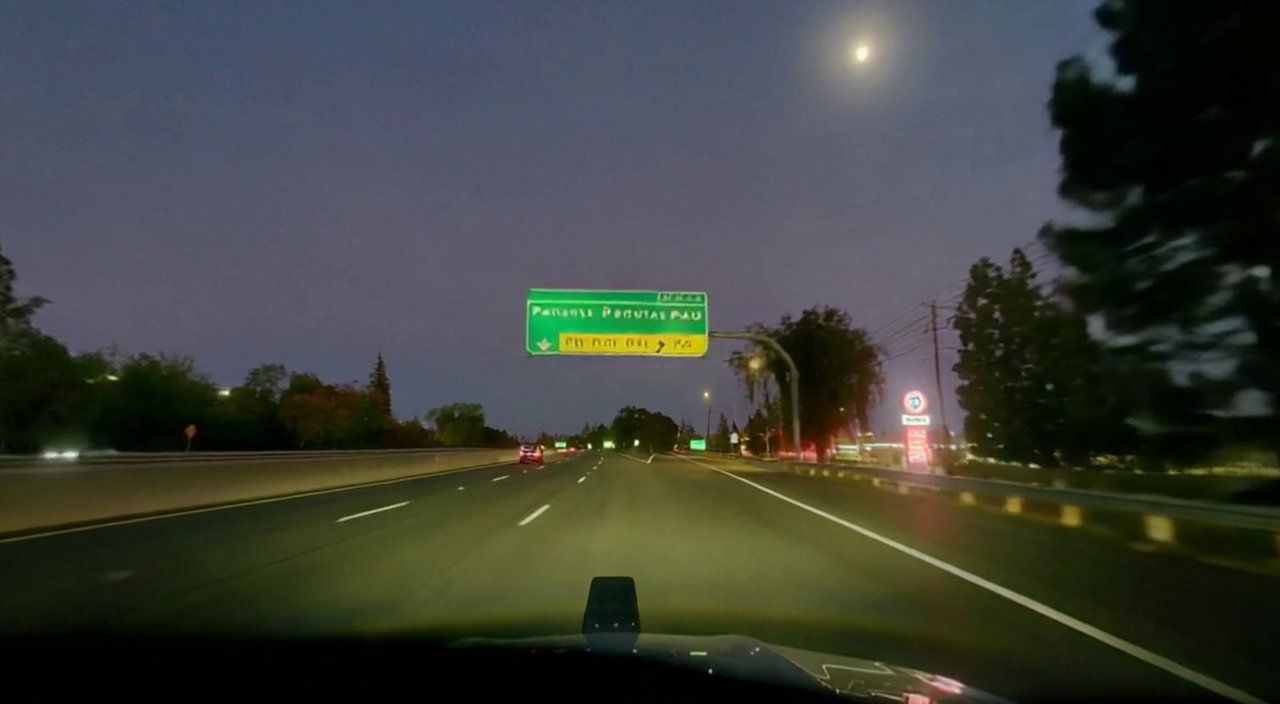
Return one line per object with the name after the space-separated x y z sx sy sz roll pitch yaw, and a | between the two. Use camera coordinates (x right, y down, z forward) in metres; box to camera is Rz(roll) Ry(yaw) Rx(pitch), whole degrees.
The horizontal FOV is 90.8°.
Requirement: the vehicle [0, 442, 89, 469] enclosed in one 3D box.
-40.525 7.030 43.052 1.975 1.695 4.592 0 -8 -4 | vehicle
